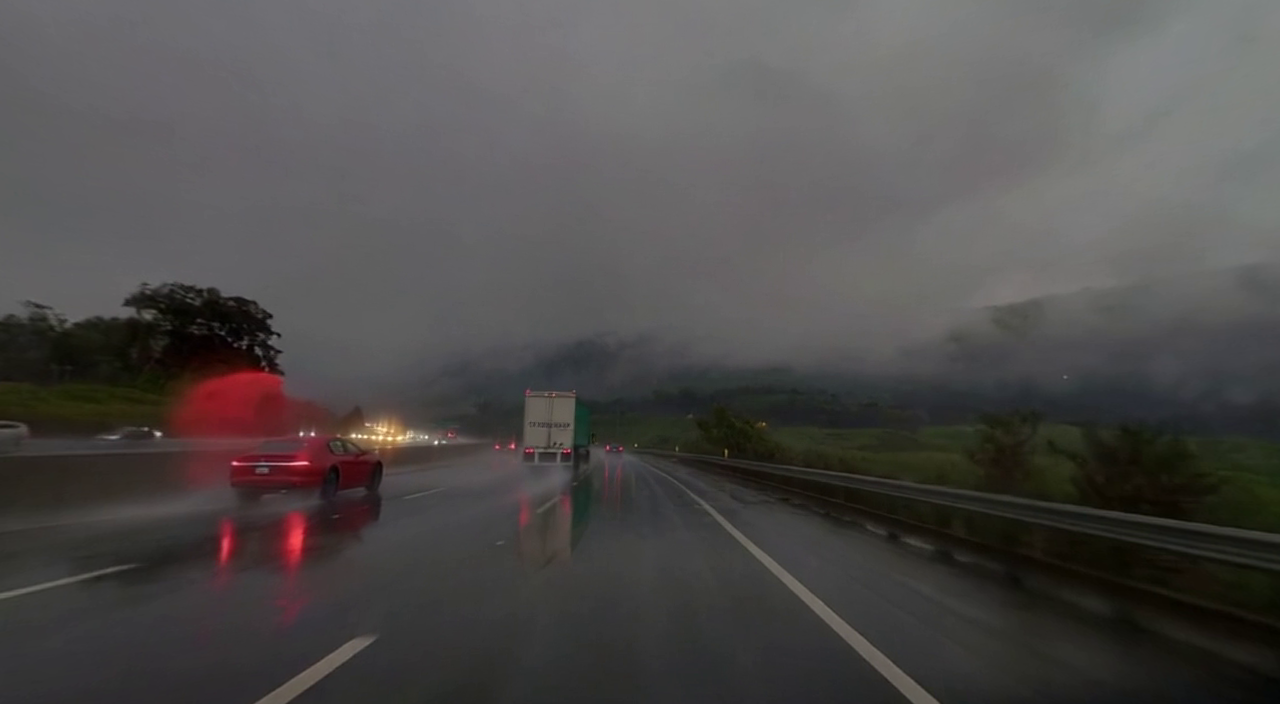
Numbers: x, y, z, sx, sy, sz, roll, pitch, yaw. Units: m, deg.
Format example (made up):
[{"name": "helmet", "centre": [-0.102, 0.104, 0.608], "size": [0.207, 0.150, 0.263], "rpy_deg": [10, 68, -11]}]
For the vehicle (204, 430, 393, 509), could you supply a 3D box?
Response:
[{"name": "vehicle", "centre": [-8.178, 2.846, 15.753], "size": [2.099, 1.644, 4.638], "rpy_deg": [1, -9, 0]}]

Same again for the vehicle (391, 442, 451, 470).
[{"name": "vehicle", "centre": [-12.278, 5.870, 35.593], "size": [1.868, 1.454, 4.290], "rpy_deg": [1, -9, -1]}]

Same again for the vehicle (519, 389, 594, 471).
[{"name": "vehicle", "centre": [-4.637, 4.917, 38.287], "size": [2.880, 4.025, 14.064], "rpy_deg": [1, -9, -1]}]
